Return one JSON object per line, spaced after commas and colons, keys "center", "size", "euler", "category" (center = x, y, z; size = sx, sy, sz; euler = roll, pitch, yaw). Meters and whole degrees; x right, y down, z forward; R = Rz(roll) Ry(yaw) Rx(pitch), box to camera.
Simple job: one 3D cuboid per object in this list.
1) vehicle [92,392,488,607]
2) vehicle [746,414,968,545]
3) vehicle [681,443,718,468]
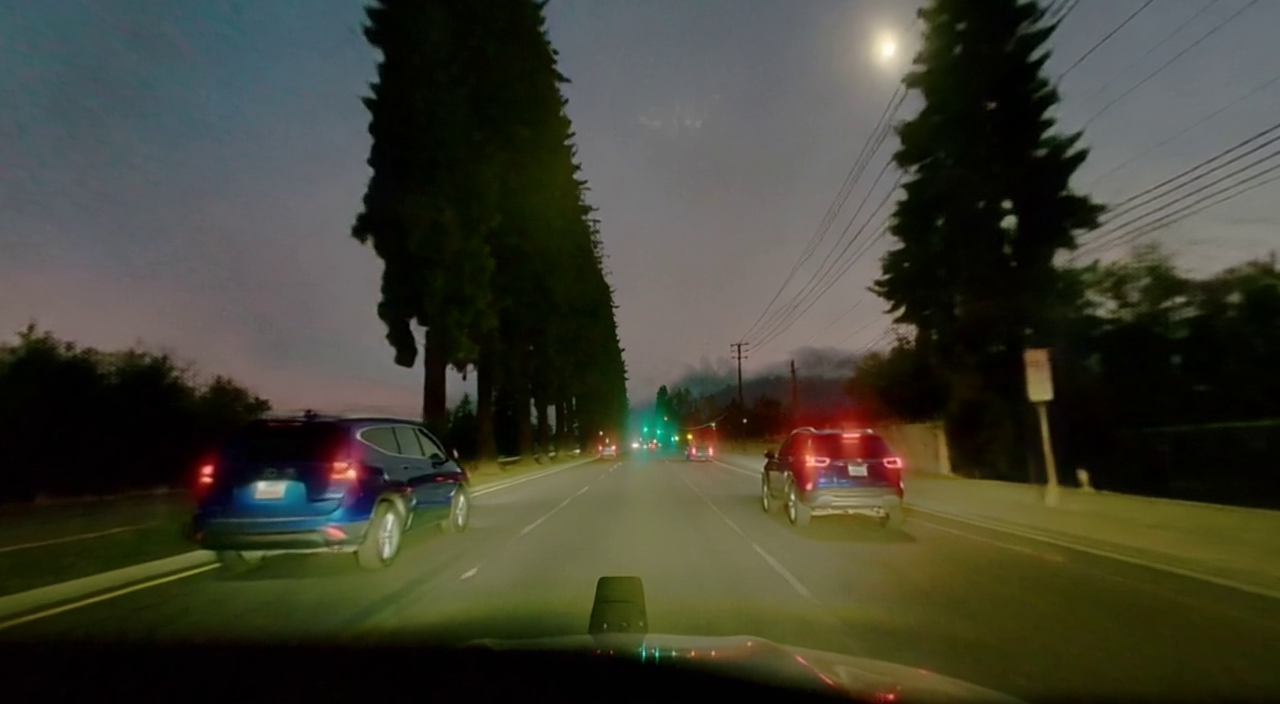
{"center": [-3.488, 1.563, 7.600], "size": [2.104, 1.785, 4.494], "euler": [0, -8, 1], "category": "vehicle"}
{"center": [3.305, 2.049, 10.777], "size": [2.182, 1.744, 4.464], "euler": [0, -8, 0], "category": "vehicle"}
{"center": [3.805, 6.687, 40.898], "size": [1.906, 1.468, 4.422], "euler": [0, -8, -1], "category": "vehicle"}
